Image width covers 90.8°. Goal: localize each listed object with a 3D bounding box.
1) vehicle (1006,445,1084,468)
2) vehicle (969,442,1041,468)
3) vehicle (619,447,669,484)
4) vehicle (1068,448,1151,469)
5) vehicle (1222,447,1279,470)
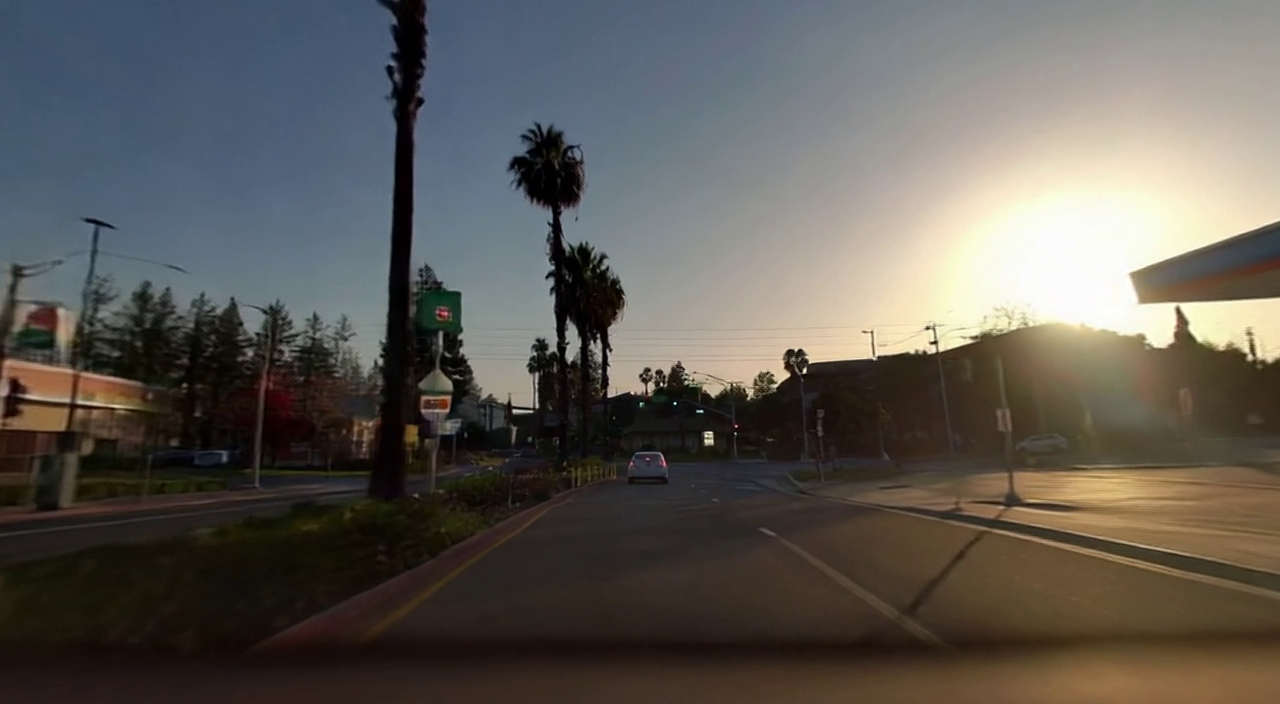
[{"bbox_3d":[29.968,7.727,46.861,4.377,1.633,1.834,0,-9,4],"label":"vehicle"},{"bbox_3d":[28.440,8.018,49.296,4.381,1.892,1.942,0,-9,1],"label":"vehicle"},{"bbox_3d":[0.110,5.058,28.407,2.073,1.525,4.809,1,-9,-1],"label":"vehicle"},{"bbox_3d":[34.541,7.827,46.544,4.349,1.460,2.027,0,-10,4],"label":"vehicle"},{"bbox_3d":[45.730,7.758,46.097,4.424,1.624,1.873,0,-9,2],"label":"vehicle"}]
